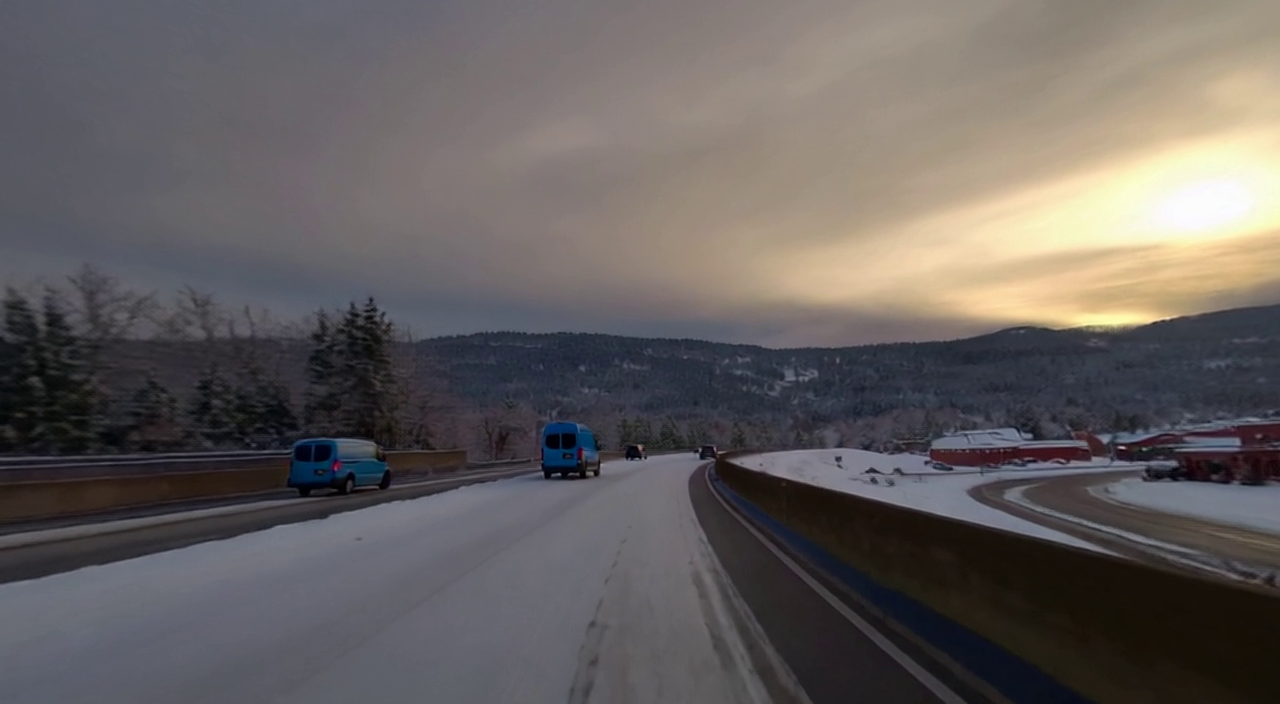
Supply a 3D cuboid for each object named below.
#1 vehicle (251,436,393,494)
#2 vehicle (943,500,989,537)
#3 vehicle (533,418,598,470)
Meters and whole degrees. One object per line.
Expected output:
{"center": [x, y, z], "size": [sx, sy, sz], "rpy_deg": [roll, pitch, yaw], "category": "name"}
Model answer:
{"center": [-9.332, 3.335, 19.041], "size": [1.821, 1.524, 4.342], "rpy_deg": [-1, -8, 3], "category": "vehicle"}
{"center": [21.797, 11.143, 42.425], "size": [1.887, 1.776, 4.198], "rpy_deg": [-2, -7, 16], "category": "vehicle"}
{"center": [-4.162, 5.353, 36.735], "size": [2.314, 2.703, 6.441], "rpy_deg": [-1, -8, 6], "category": "vehicle"}
